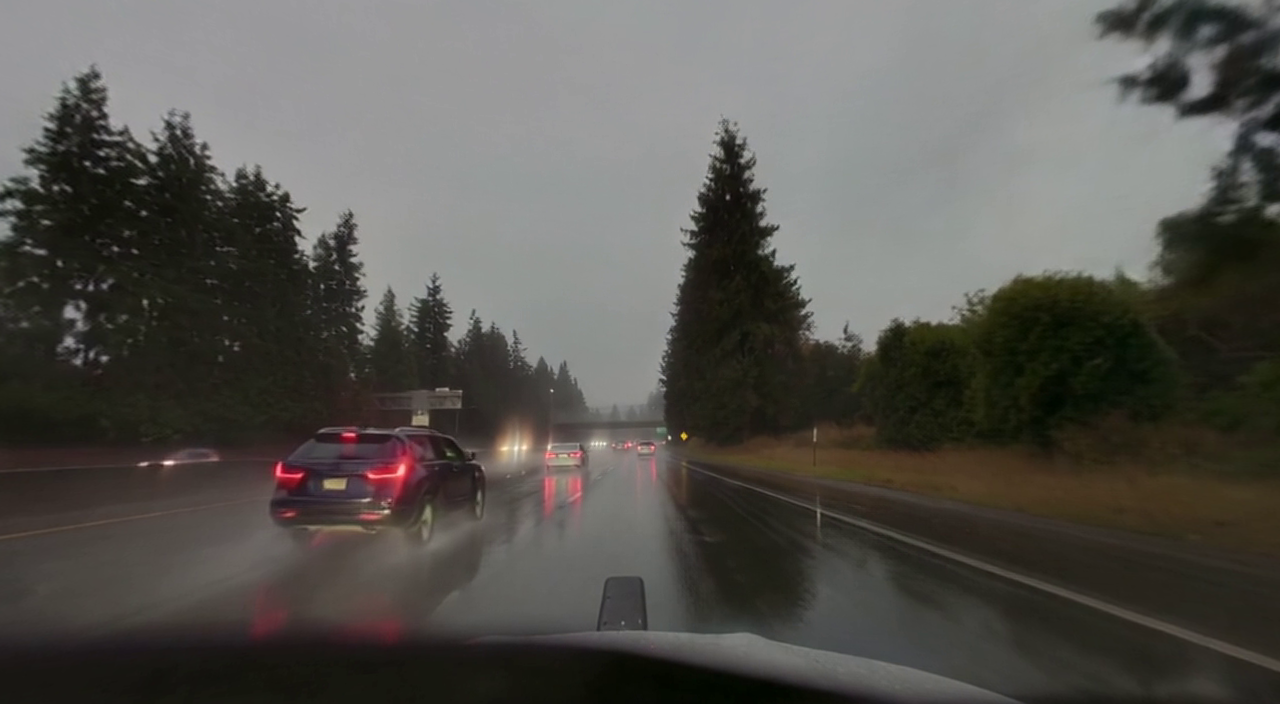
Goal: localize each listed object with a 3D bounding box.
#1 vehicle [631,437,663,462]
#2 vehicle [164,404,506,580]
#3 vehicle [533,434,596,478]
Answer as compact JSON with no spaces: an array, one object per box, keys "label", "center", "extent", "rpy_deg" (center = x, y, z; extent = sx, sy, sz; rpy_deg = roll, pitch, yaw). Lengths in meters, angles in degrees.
[{"label":"vehicle","center":[0.529,7.373,47.471],"extent":[2.285,1.797,4.478],"rpy_deg":[0,-8,0]},{"label":"vehicle","center":[-3.474,1.710,8.627],"extent":[2.040,1.672,5.122],"rpy_deg":[0,-8,1]},{"label":"vehicle","center":[-3.091,4.351,26.517],"extent":[2.056,1.679,4.204],"rpy_deg":[0,-8,1]}]
